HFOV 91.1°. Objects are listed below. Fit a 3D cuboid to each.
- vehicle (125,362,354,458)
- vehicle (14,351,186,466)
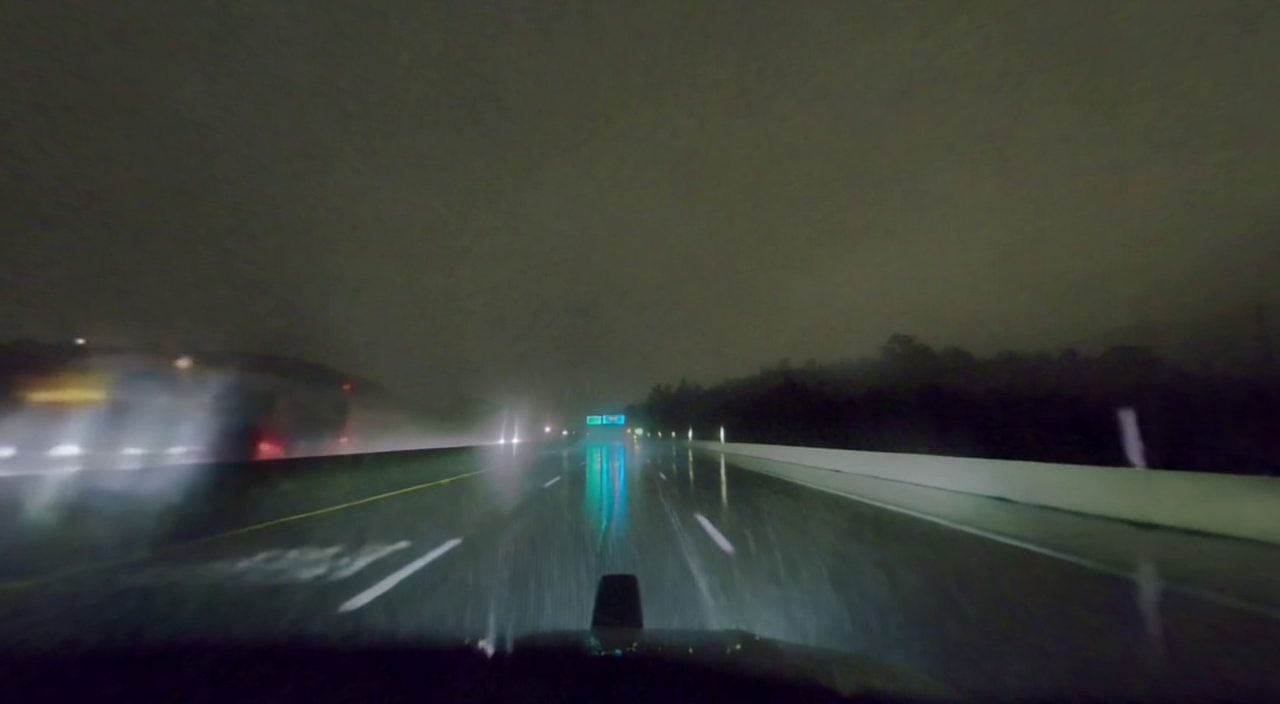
[{"bbox_3d":[-20.217,3.418,33.785,3.439,4.086,14.035,0,-8,-2],"label":"vehicle"},{"bbox_3d":[-20.034,2.164,23.612,3.272,4.006,3.193,1,-7,0],"label":"vehicle"}]
